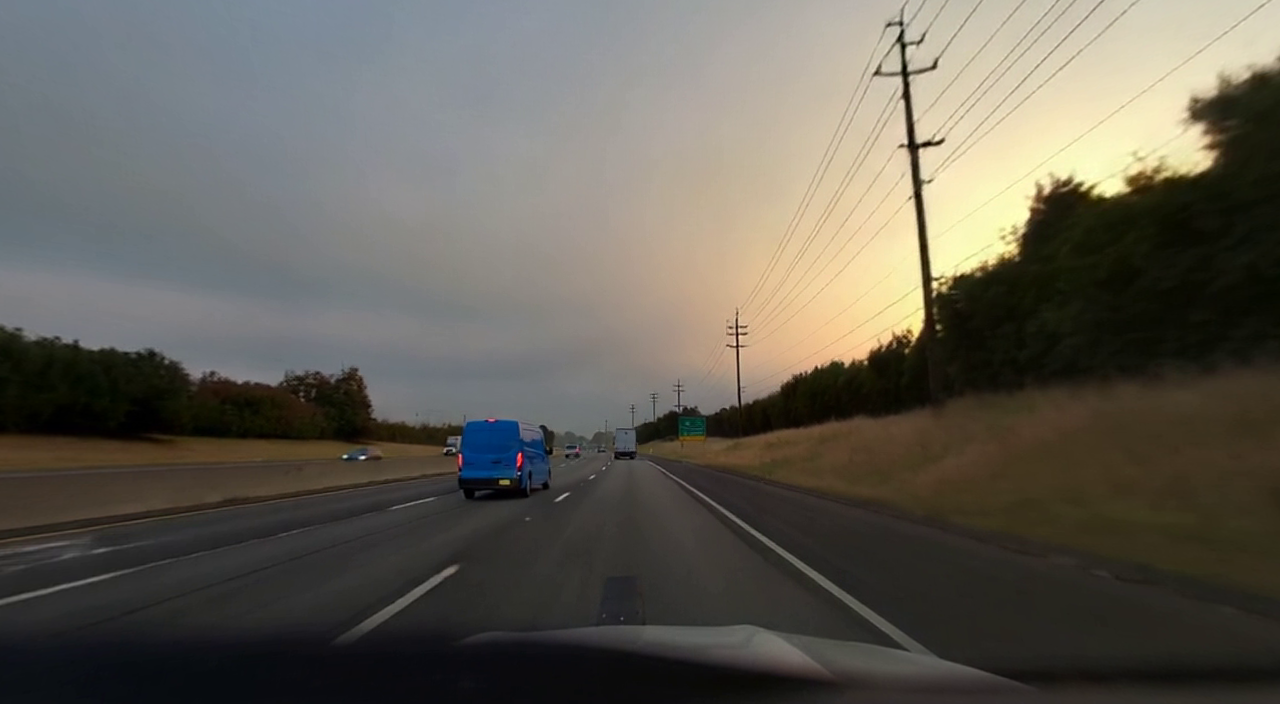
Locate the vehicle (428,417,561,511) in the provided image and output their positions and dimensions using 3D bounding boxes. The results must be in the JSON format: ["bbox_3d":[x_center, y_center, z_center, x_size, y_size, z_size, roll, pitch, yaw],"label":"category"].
[{"bbox_3d":[-3.444,2.804,16.193,2.197,2.011,5.130,0,-9,0],"label":"vehicle"}]
